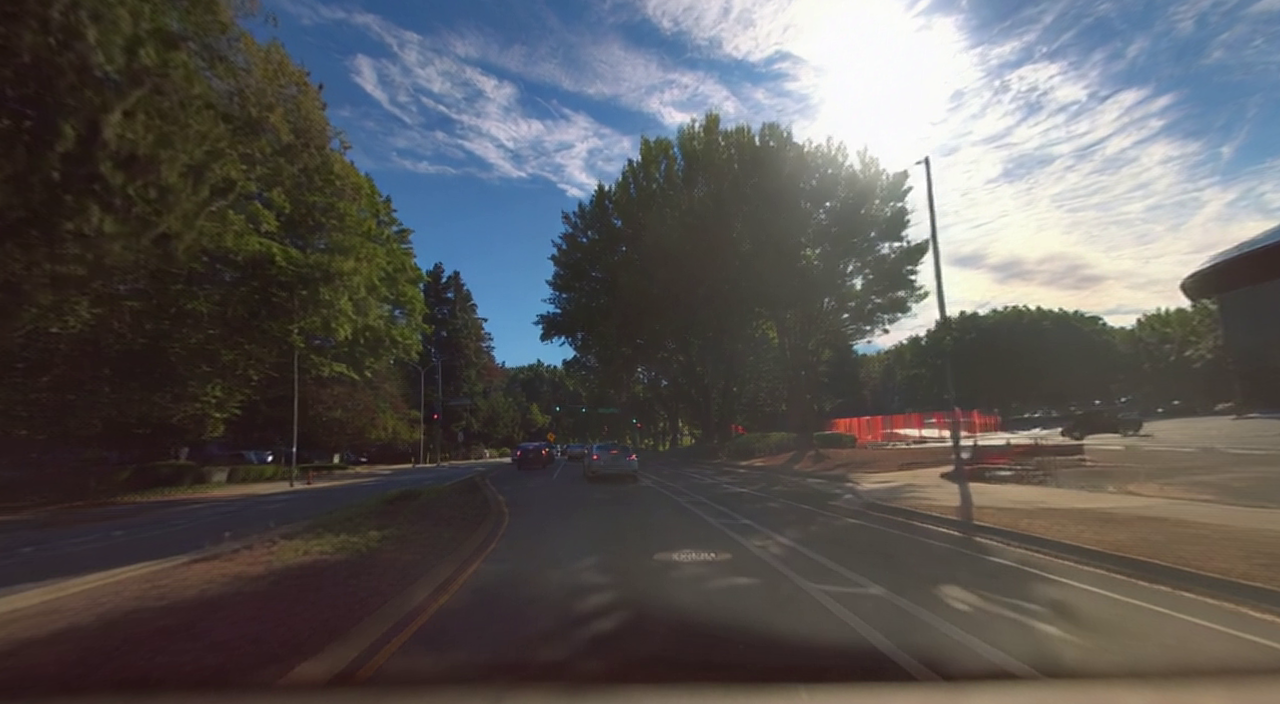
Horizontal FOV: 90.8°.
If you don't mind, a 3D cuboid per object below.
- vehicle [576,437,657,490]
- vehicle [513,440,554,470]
[{"bbox_3d":[-0.898,3.623,20.928,2.266,1.508,4.430,1,-8,-7],"label":"vehicle"},{"bbox_3d":[-6.206,6.020,37.185,2.077,1.665,4.206,1,-8,-6],"label":"vehicle"}]
